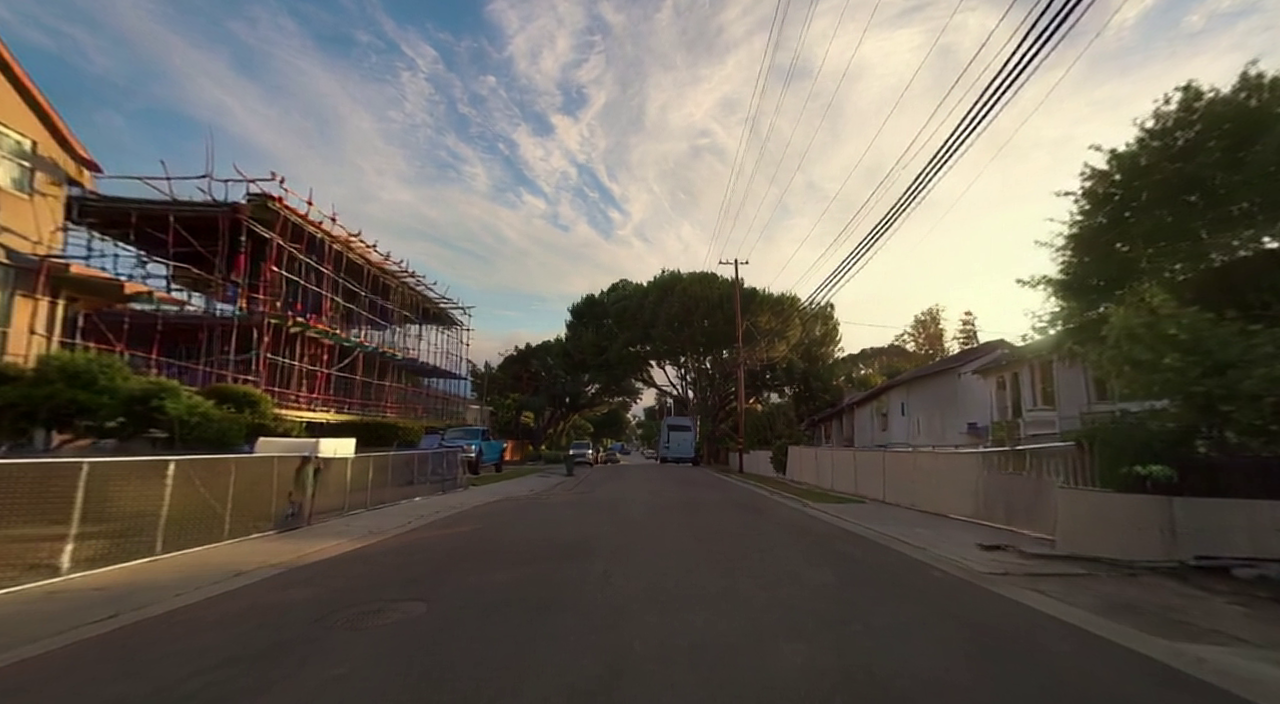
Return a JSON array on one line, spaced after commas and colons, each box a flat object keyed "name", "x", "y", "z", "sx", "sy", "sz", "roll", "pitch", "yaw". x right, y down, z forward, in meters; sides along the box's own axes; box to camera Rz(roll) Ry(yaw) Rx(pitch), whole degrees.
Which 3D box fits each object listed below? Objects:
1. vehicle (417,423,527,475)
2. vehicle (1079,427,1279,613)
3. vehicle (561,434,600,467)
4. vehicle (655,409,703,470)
[{"name": "vehicle", "x": -6.673, "y": 3.970, "z": 25.883, "sx": 2.238, "sy": 1.895, "sz": 5.648, "roll": -1, "pitch": -9, "yaw": 8}, {"name": "vehicle", "x": 9.059, "y": 2.147, "z": 7.660, "sx": 5.661, "sy": 1.850, "sz": 2.479, "roll": 5, "pitch": -8, "yaw": 2}, {"name": "vehicle", "x": -4.291, "y": 7.116, "z": 45.866, "sx": 2.171, "sy": 1.910, "sz": 4.789, "roll": -1, "pitch": -4, "yaw": 2}, {"name": "vehicle", "x": 2.819, "y": 6.568, "z": 46.524, "sx": 2.915, "sy": 3.793, "sz": 9.963, "roll": 4, "pitch": -9, "yaw": 4}]
